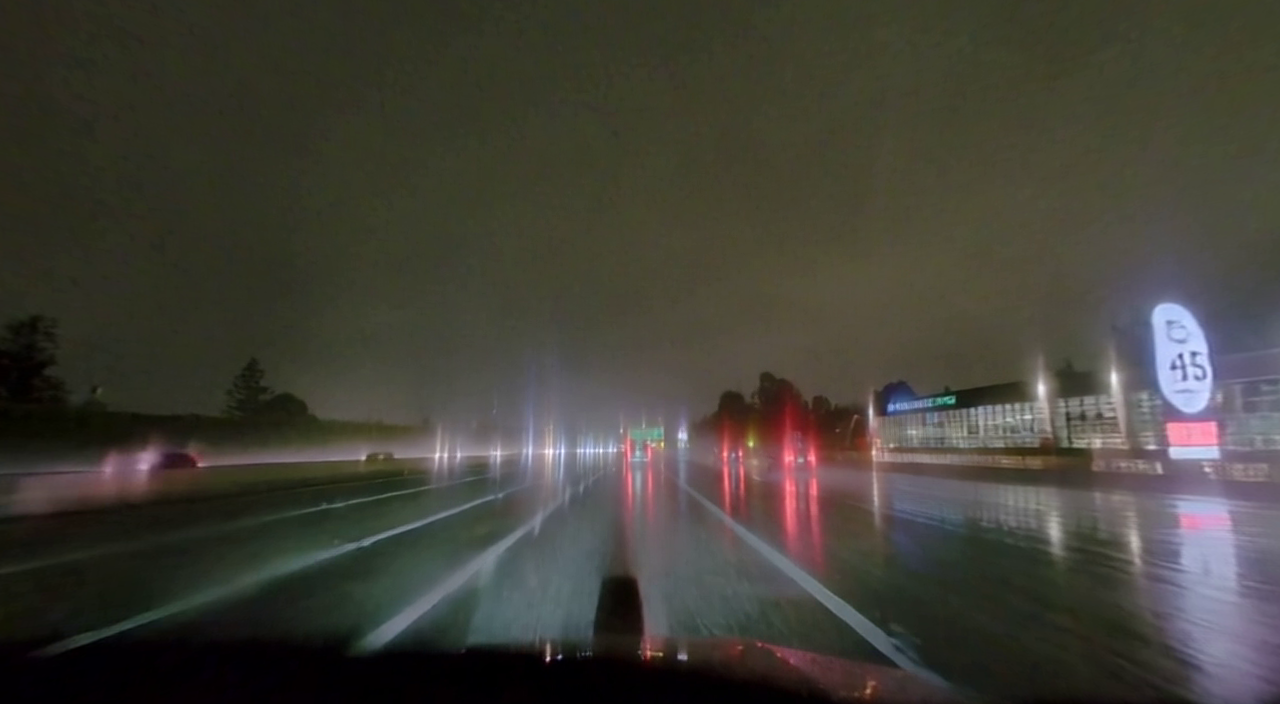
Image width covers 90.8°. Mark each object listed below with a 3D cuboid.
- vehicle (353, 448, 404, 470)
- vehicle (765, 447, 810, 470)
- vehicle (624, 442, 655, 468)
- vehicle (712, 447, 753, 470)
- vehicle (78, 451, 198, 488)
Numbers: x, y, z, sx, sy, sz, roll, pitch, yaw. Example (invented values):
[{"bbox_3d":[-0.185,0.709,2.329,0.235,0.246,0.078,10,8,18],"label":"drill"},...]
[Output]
[{"bbox_3d":[-19.118,7.815,46.387,1.886,1.478,4.535,0,-9,0],"label":"vehicle"},{"bbox_3d":[10.180,7.367,44.015,1.953,1.473,4.512,0,-9,-2],"label":"vehicle"},{"bbox_3d":[-0.097,7.836,48.267,2.154,1.786,5.045,0,-9,-2],"label":"vehicle"},{"bbox_3d":[6.317,7.277,43.553,1.976,1.477,4.448,0,-9,-2],"label":"vehicle"},{"bbox_3d":[-22.603,5.273,28.710,1.828,1.461,4.468,0,-9,-2],"label":"vehicle"}]
